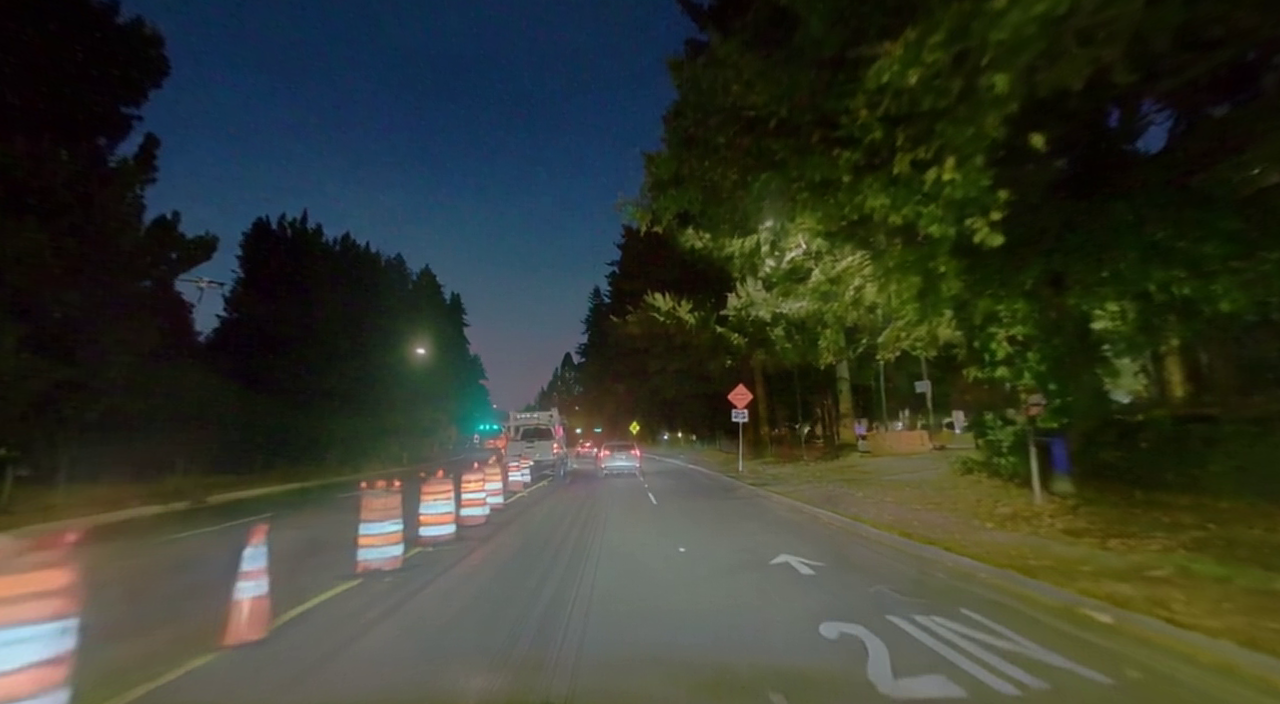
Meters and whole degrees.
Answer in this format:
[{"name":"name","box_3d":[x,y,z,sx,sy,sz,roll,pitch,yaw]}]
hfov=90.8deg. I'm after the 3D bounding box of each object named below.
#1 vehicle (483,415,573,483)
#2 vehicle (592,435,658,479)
[{"name":"vehicle","box_3d":[-3.730,3.416,22.384,2.671,2.053,6.074,1,-9,-6]},{"name":"vehicle","box_3d":[-0.584,3.809,23.180,2.186,1.463,4.356,0,-8,-3]}]
